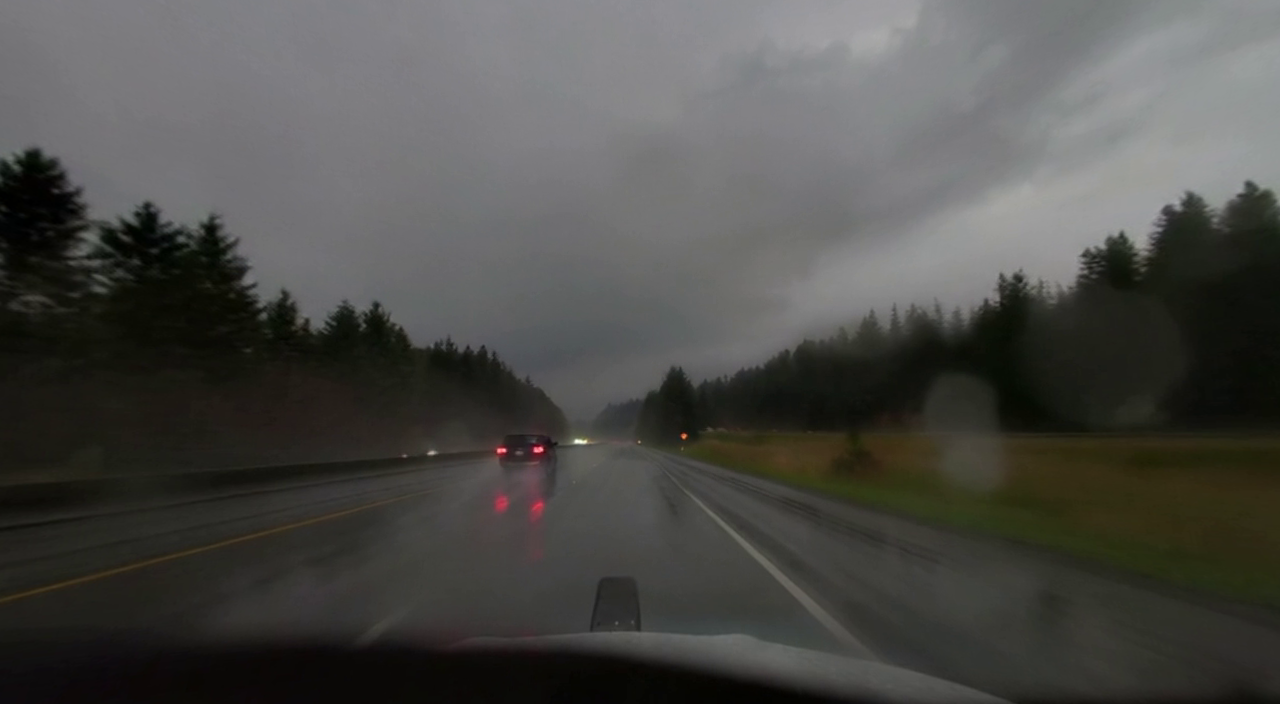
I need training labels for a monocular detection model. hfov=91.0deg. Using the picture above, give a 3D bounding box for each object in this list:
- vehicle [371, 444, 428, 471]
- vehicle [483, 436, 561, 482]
[{"bbox_3d":[-13.814,6.041,36.342,1.717,1.456,4.170,0,-8,-1],"label":"vehicle"},{"bbox_3d":[-4.454,4.098,24.575,2.202,1.587,4.754,0,-8,-1],"label":"vehicle"}]
